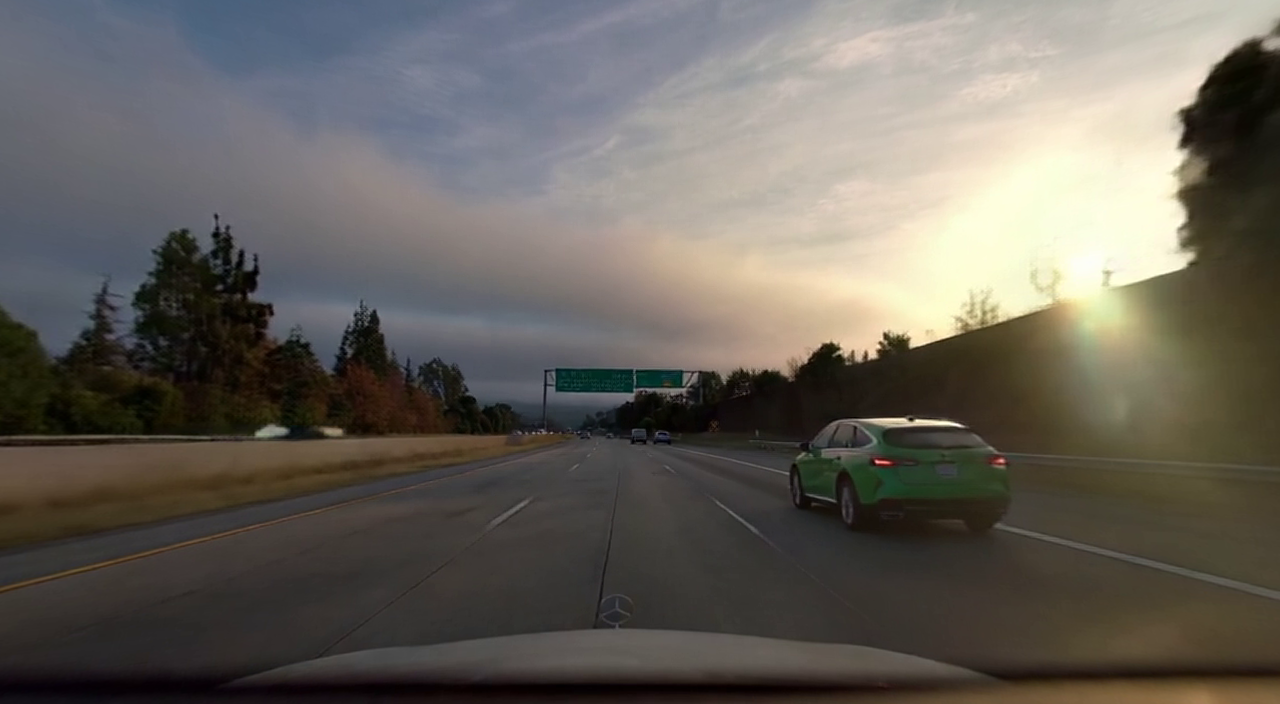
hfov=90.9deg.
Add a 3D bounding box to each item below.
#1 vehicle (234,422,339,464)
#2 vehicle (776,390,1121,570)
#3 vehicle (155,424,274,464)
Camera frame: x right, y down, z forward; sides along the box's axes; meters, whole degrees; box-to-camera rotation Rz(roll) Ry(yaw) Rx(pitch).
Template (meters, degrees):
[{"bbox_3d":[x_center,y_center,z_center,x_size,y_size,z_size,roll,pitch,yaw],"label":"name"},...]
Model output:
[{"bbox_3d":[-13.108,3.404,23.646,1.775,1.444,3.824,0,-8,-2],"label":"vehicle"},{"bbox_3d":[3.317,1.479,8.021,2.107,1.642,4.331,0,-8,-1],"label":"vehicle"},{"bbox_3d":[-17.079,3.736,25.602,1.862,1.464,4.405,0,-8,-2],"label":"vehicle"}]
